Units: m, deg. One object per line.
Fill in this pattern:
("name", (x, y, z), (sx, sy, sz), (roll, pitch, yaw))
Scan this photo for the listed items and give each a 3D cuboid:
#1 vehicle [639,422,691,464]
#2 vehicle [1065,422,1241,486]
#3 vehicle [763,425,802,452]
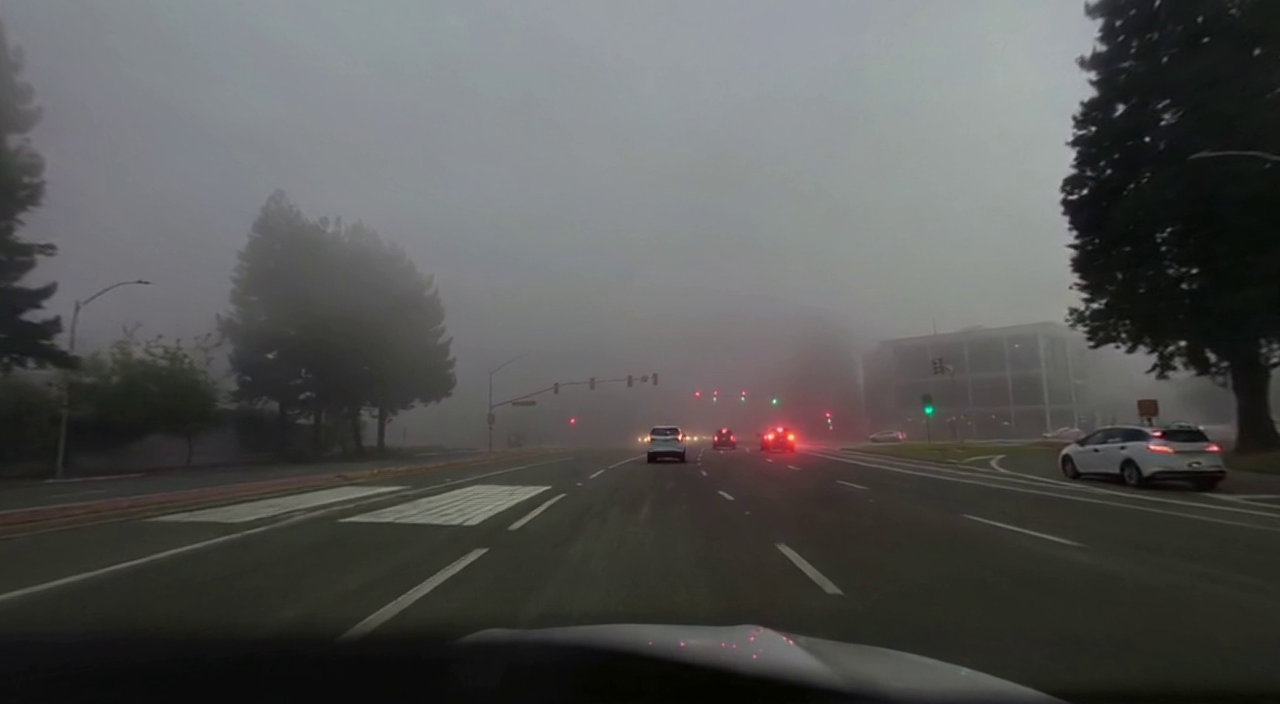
("vehicle", (1.250, 4.258, 29.577), (2.211, 1.795, 4.179), (-1, -8, 5))
("vehicle", (14.648, 2.936, 18.475), (2.118, 1.606, 4.640), (-2, -8, 14))
("vehicle", (9.869, 6.025, 43.937), (2.074, 1.791, 4.393), (-1, -8, 6))
